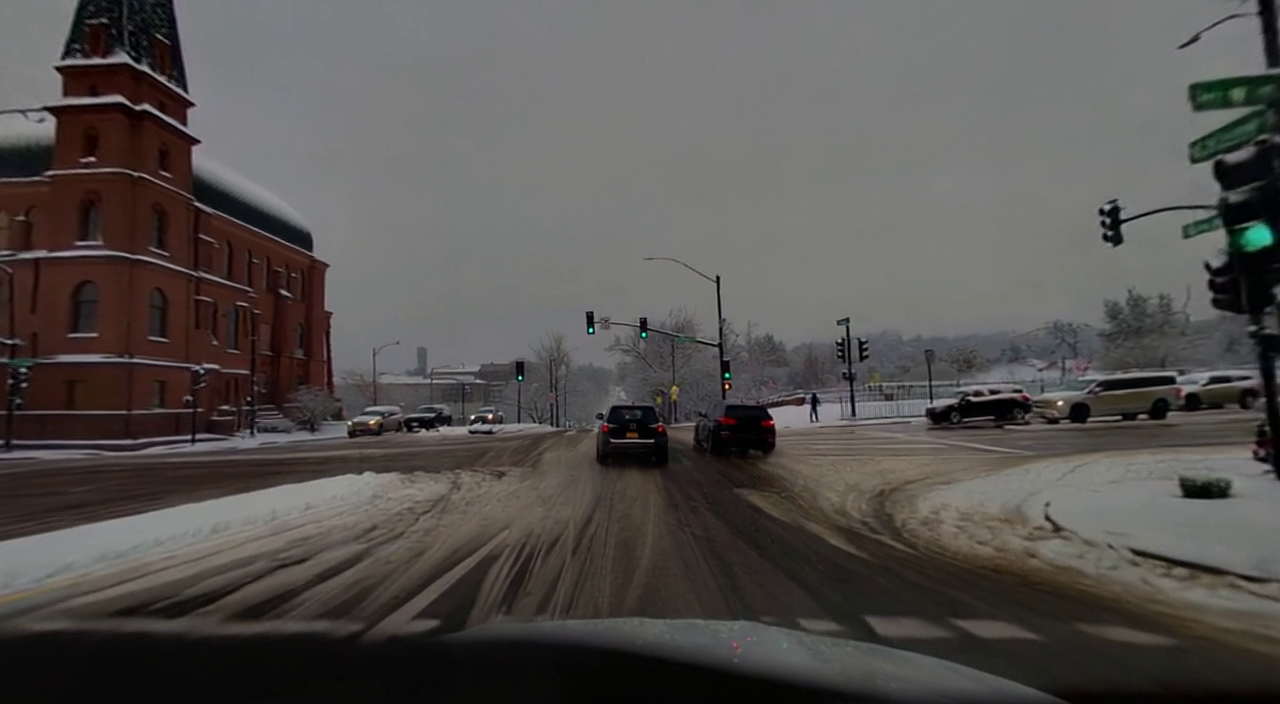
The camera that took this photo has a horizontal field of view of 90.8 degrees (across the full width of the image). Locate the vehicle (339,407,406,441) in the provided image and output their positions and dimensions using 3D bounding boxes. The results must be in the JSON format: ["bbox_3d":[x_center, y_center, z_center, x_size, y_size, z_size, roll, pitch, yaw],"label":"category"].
[{"bbox_3d":[-16.412,4.544,39.158,1.969,1.896,5.404,1,-8,-2],"label":"vehicle"}]

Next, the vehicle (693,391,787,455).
[{"bbox_3d":[3.100,2.190,20.601,2.080,1.735,4.650,-1,-3,-3],"label":"vehicle"}]

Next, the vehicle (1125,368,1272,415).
[{"bbox_3d":[24.460,1.781,27.793,4.428,1.928,2.190,0,-6,-3],"label":"vehicle"}]

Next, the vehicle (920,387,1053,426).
[{"bbox_3d":[14.720,2.327,27.034,4.488,1.475,2.083,-1,-5,-3],"label":"vehicle"}]

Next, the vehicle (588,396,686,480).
[{"bbox_3d":[-0.196,2.048,16.007,2.168,1.776,4.135,0,-3,-4],"label":"vehicle"}]

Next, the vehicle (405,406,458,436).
[{"bbox_3d":[-13.435,4.522,40.958,2.069,1.790,4.358,1,-8,-3],"label":"vehicle"}]

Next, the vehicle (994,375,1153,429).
[{"bbox_3d":[16.515,1.897,24.229,4.512,1.734,2.143,-3,-4,-4],"label":"vehicle"}]
